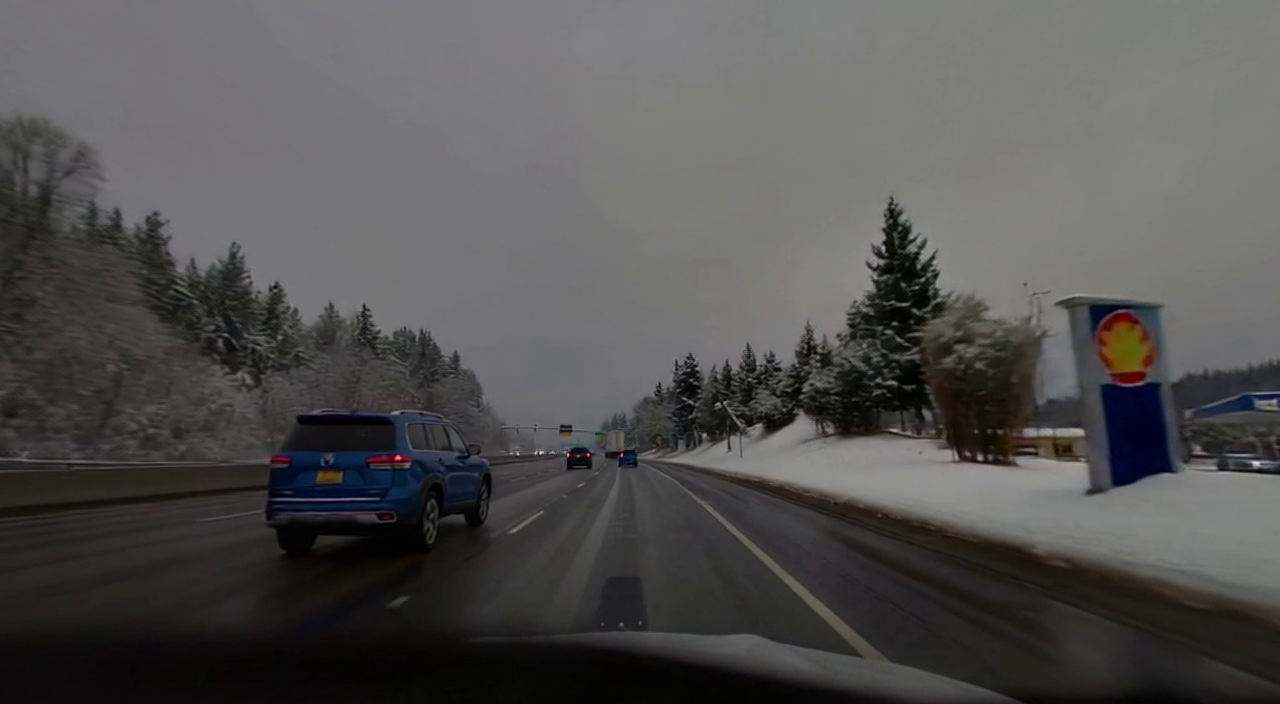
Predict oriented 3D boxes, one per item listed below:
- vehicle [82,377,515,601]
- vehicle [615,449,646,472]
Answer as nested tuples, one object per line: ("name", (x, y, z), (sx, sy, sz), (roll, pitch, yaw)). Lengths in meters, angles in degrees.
("vehicle", (-3.805, 1.724, 9.029), (2.694, 2.081, 6.099), (0, -8, 1))
("vehicle", (-0.714, 7.561, 44.172), (1.982, 1.524, 3.800), (0, -8, -4))
